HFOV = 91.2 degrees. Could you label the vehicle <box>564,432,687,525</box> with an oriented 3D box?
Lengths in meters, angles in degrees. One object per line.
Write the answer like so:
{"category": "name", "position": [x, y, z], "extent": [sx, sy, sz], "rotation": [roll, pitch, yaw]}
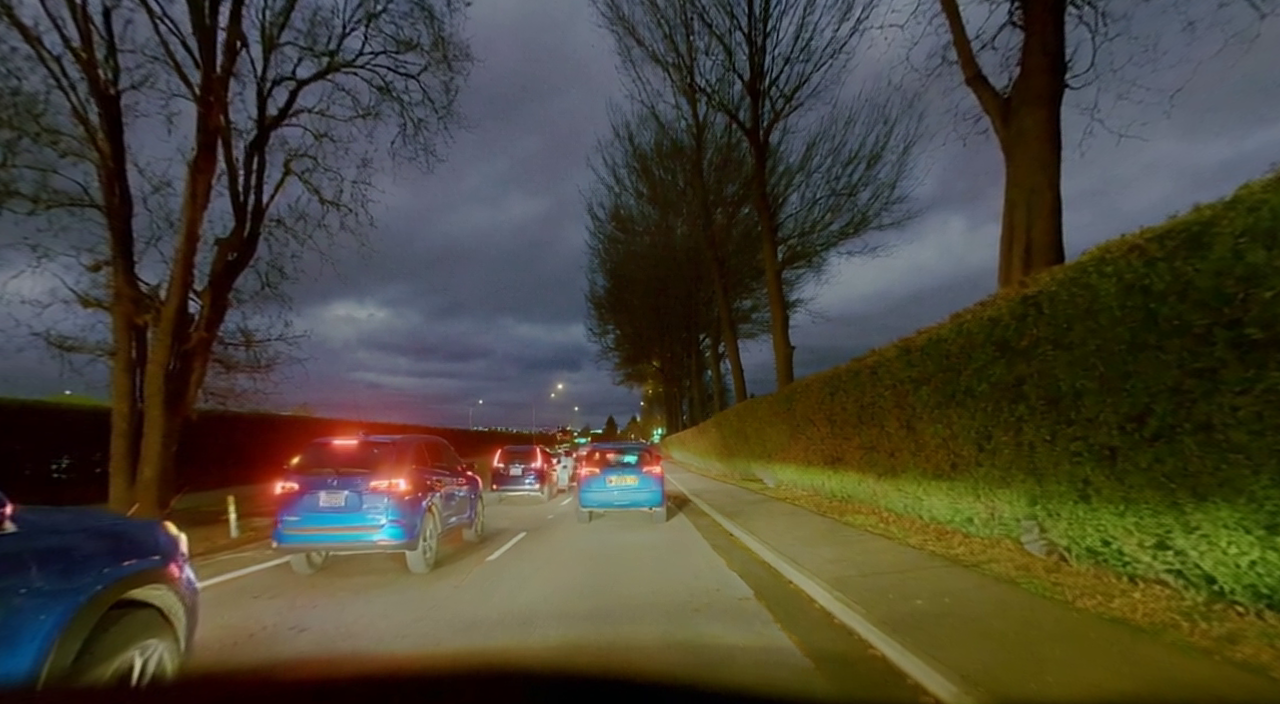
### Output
{"category": "vehicle", "position": [-0.285, 2.528, 13.008], "extent": [2.154, 1.581, 4.007], "rotation": [0, -9, -1]}

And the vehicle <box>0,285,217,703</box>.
{"category": "vehicle", "position": [-3.276, 0.591, 0.627], "extent": [2.205, 1.913, 5.327], "rotation": [-5, -8, -2]}

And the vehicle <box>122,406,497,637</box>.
{"category": "vehicle", "position": [-3.393, 1.772, 7.647], "extent": [2.256, 1.728, 4.421], "rotation": [-6, -8, -2]}
